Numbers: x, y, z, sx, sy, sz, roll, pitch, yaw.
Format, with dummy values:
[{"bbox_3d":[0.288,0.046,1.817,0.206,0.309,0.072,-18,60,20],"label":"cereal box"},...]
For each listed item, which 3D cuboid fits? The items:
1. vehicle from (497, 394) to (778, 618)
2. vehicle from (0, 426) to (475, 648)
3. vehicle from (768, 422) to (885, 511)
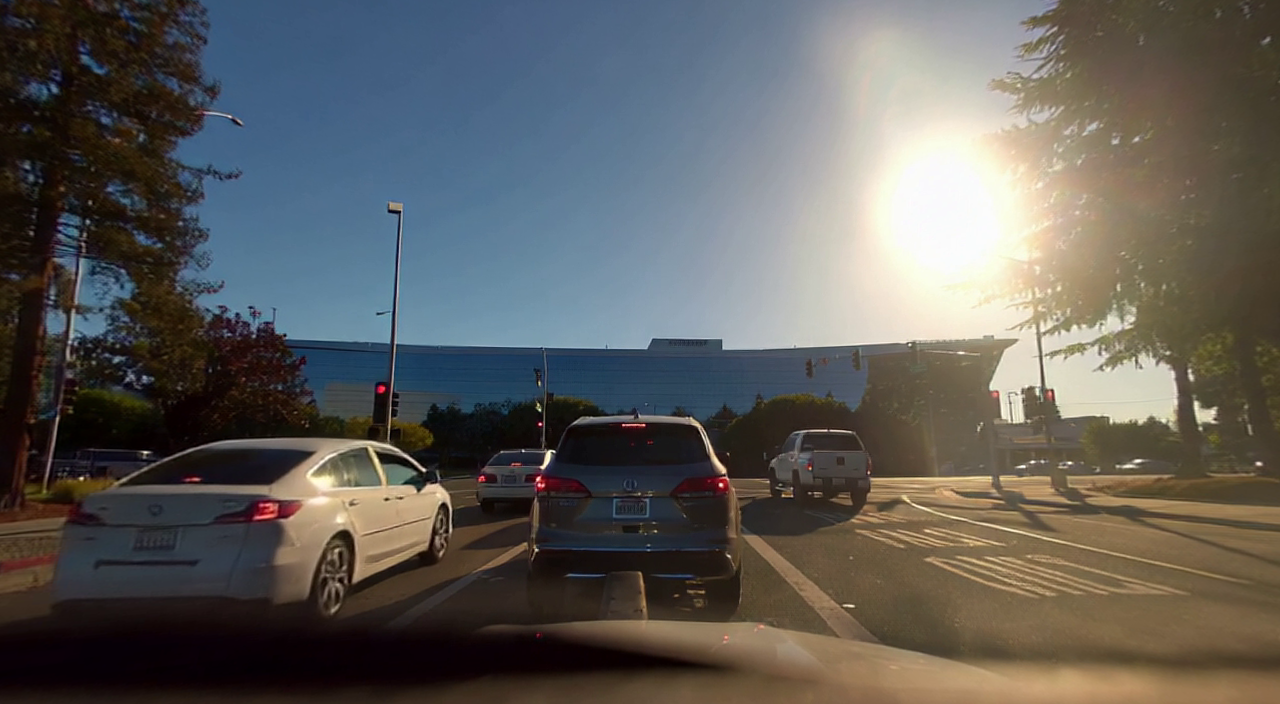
[{"bbox_3d":[-0.033,1.525,7.178,2.203,1.757,4.286,0,-8,0],"label":"vehicle"},{"bbox_3d":[-3.297,1.554,6.451,1.913,1.453,4.413,0,-8,2],"label":"vehicle"},{"bbox_3d":[4.813,2.994,16.922,2.084,2.053,4.073,-1,-8,4],"label":"vehicle"}]
